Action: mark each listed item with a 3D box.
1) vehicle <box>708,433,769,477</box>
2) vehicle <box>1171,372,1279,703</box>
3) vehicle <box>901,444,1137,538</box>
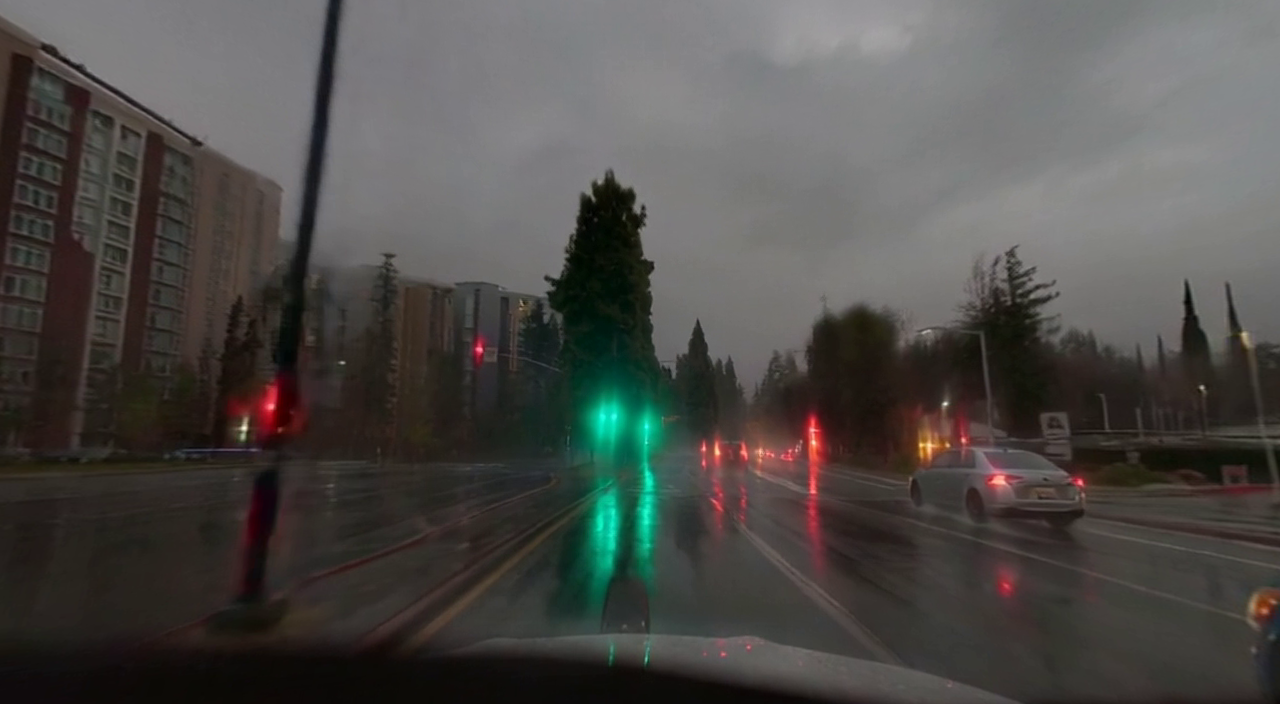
[{"bbox_3d":[4.452,4.737,29.243,2.154,1.844,4.634,0,-8,2],"label":"vehicle"},{"bbox_3d":[3.321,0.668,0.733,1.901,1.634,3.952,0,-8,0],"label":"vehicle"},{"bbox_3d":[7.177,2.620,12.654,1.899,1.496,4.559,0,-8,0],"label":"vehicle"}]
